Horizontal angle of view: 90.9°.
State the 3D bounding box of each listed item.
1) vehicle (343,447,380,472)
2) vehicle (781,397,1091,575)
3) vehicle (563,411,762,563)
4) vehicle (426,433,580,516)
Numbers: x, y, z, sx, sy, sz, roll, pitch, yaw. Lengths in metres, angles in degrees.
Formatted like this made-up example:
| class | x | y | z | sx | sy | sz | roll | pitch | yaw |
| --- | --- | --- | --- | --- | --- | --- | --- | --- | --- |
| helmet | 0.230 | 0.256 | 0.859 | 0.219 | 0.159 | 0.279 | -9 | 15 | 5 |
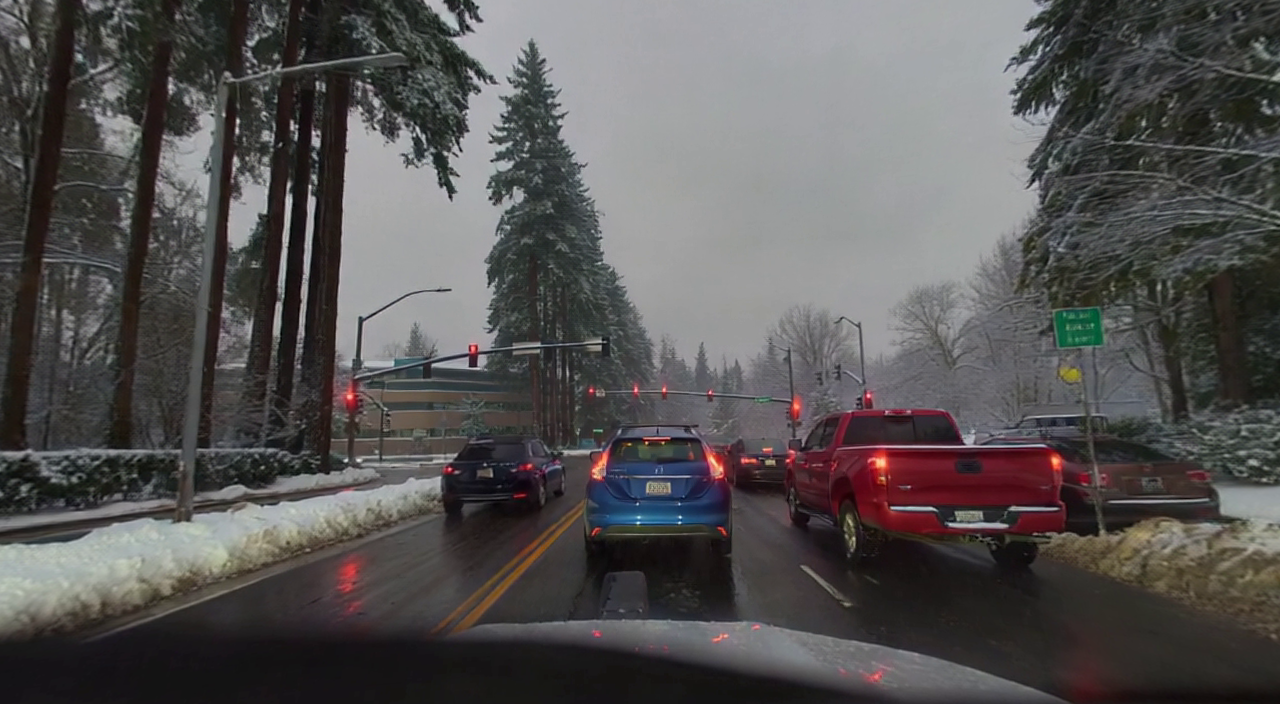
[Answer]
| class | x | y | z | sx | sy | sz | roll | pitch | yaw |
| --- | --- | --- | --- | --- | --- | --- | --- | --- | --- |
| vehicle | -19.327 | 7.421 | 43.888 | 2.026 | 1.587 | 4.608 | 3 | -9 | -20 |
| vehicle | 3.389 | 1.633 | 8.395 | 2.099 | 1.725 | 4.290 | 0 | -8 | 2 |
| vehicle | 0.248 | 1.778 | 8.977 | 2.168 | 1.641 | 4.039 | 0 | -8 | 0 |
| vehicle | -2.727 | 2.608 | 14.056 | 2.133 | 1.496 | 5.150 | 0 | -8 | 2 |
